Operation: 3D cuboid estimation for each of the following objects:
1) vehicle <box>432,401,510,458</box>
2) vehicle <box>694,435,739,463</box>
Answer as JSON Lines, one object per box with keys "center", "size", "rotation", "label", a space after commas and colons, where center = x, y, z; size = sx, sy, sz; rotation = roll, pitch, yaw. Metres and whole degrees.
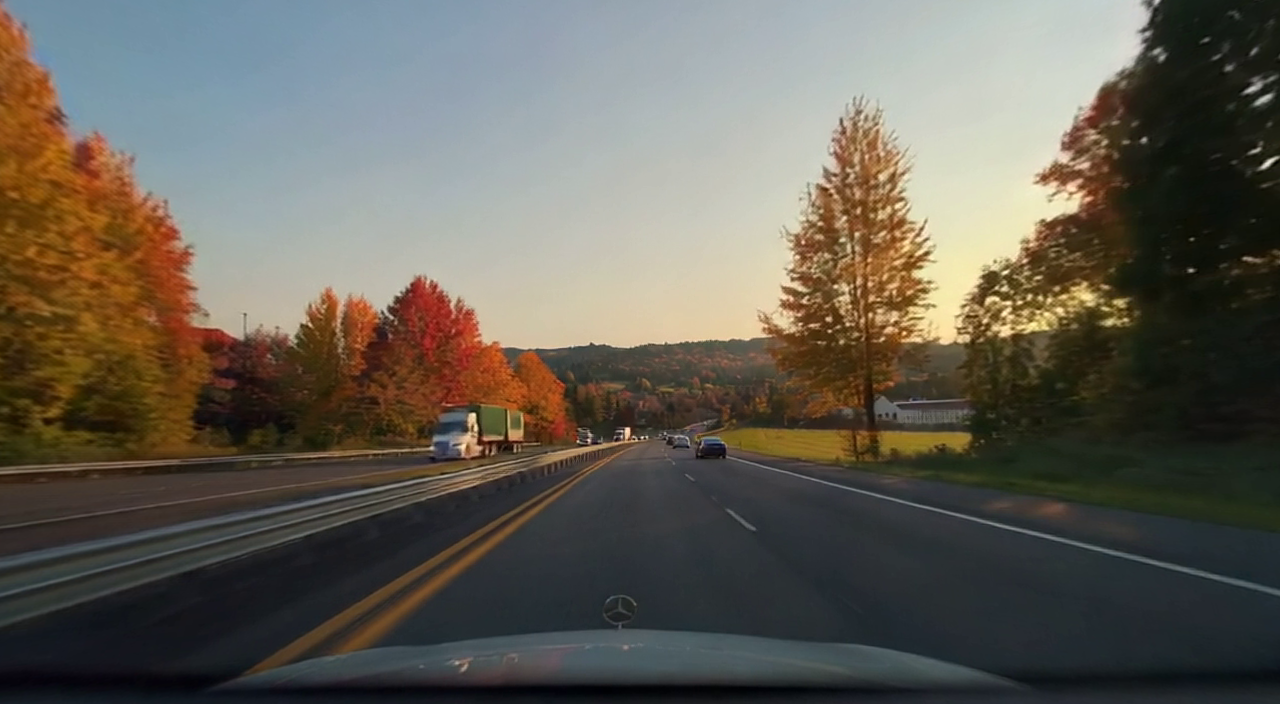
{"center": [-12.651, 6.053, 48.275], "size": [3.048, 3.893, 10.150], "rotation": [0, -8, 1], "label": "vehicle"}
{"center": [4.350, 5.599, 36.376], "size": [2.024, 1.516, 4.197], "rotation": [0, -8, 0], "label": "vehicle"}
